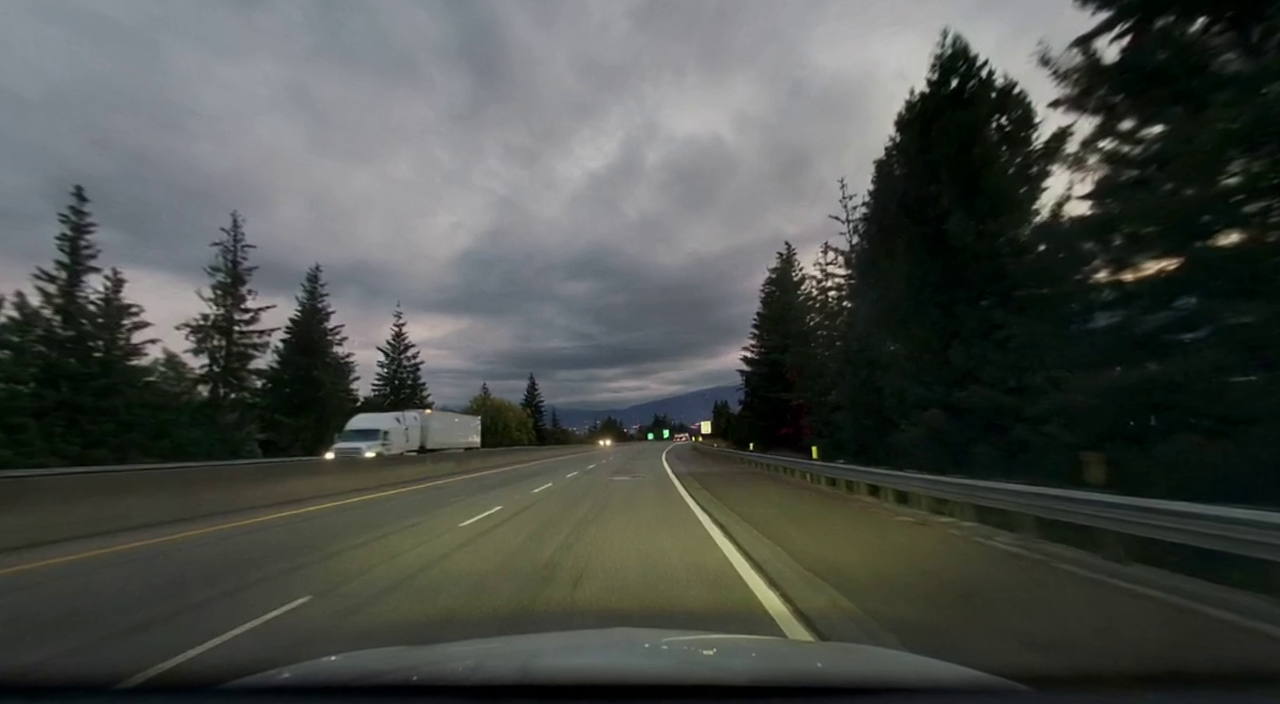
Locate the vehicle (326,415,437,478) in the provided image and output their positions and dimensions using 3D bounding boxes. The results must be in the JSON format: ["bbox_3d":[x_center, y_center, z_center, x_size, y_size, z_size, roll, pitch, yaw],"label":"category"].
[{"bbox_3d":[-13.002,4.814,32.344,2.658,2.881,6.434,-1,-8,3],"label":"vehicle"}]
